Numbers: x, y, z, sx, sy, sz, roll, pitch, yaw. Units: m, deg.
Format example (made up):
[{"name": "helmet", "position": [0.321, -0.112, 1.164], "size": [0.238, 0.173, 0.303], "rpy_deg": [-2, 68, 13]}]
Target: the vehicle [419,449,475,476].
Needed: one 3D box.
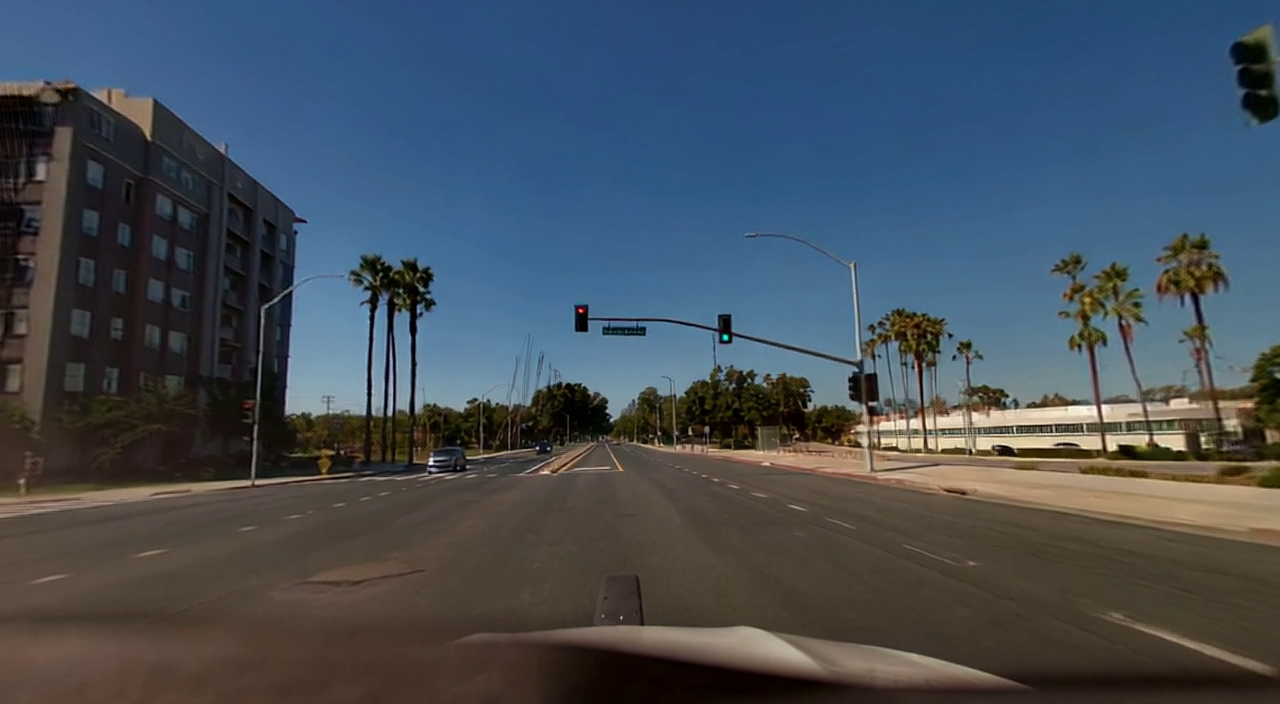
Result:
[{"name": "vehicle", "position": [-11.391, 6.521, 37.571], "size": [2.149, 1.477, 4.186], "rpy_deg": [0, -9, -3]}]
